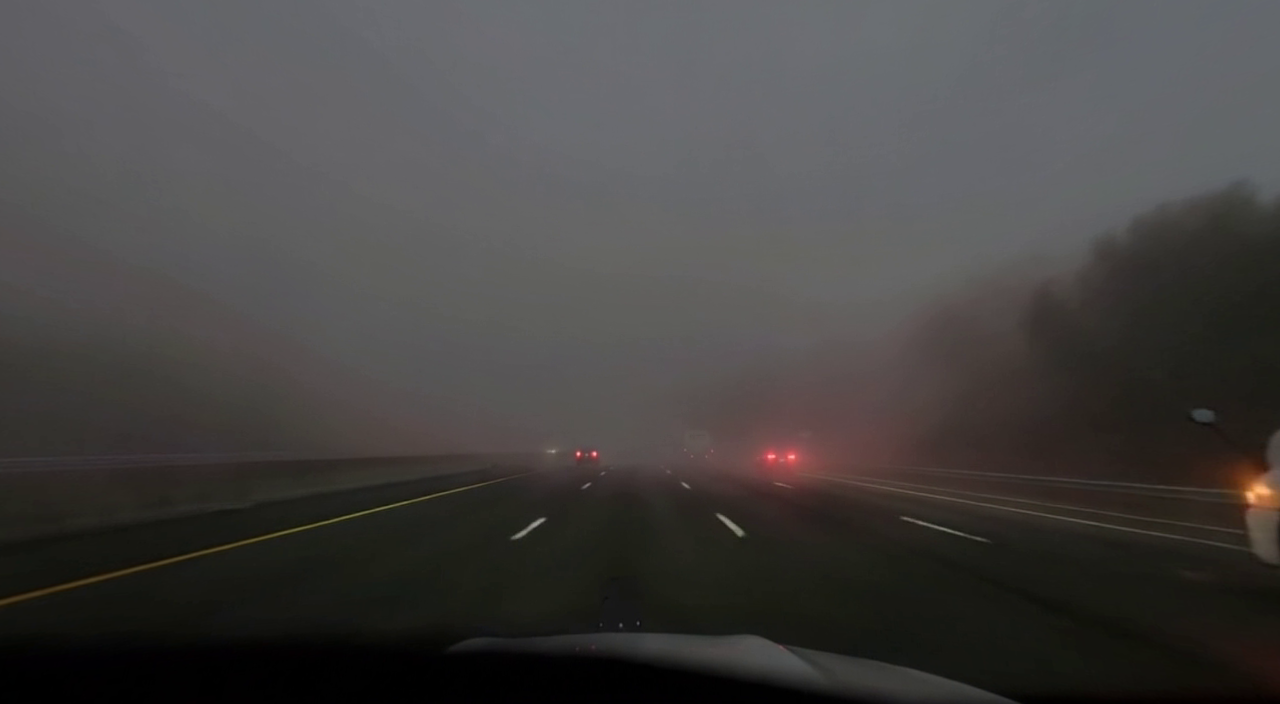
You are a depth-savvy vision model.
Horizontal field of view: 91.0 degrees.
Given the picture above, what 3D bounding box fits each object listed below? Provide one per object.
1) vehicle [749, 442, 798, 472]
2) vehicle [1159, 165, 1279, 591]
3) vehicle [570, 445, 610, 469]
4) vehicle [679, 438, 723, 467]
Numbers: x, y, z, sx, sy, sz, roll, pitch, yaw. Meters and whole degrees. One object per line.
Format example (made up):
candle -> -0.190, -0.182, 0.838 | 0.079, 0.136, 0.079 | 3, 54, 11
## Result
vehicle -> 8.234, 6.525, 39.232 | 2.188, 1.727, 4.381 | 0, -9, 1
vehicle -> 7.688, -0.103, 3.754 | 3.034, 4.112, 7.110 | 0, -9, 2
vehicle -> -3.281, 7.035, 42.421 | 2.164, 1.507, 4.748 | 0, -9, 1
vehicle -> 4.439, 7.471, 46.837 | 2.770, 1.990, 5.755 | 0, -9, 1
